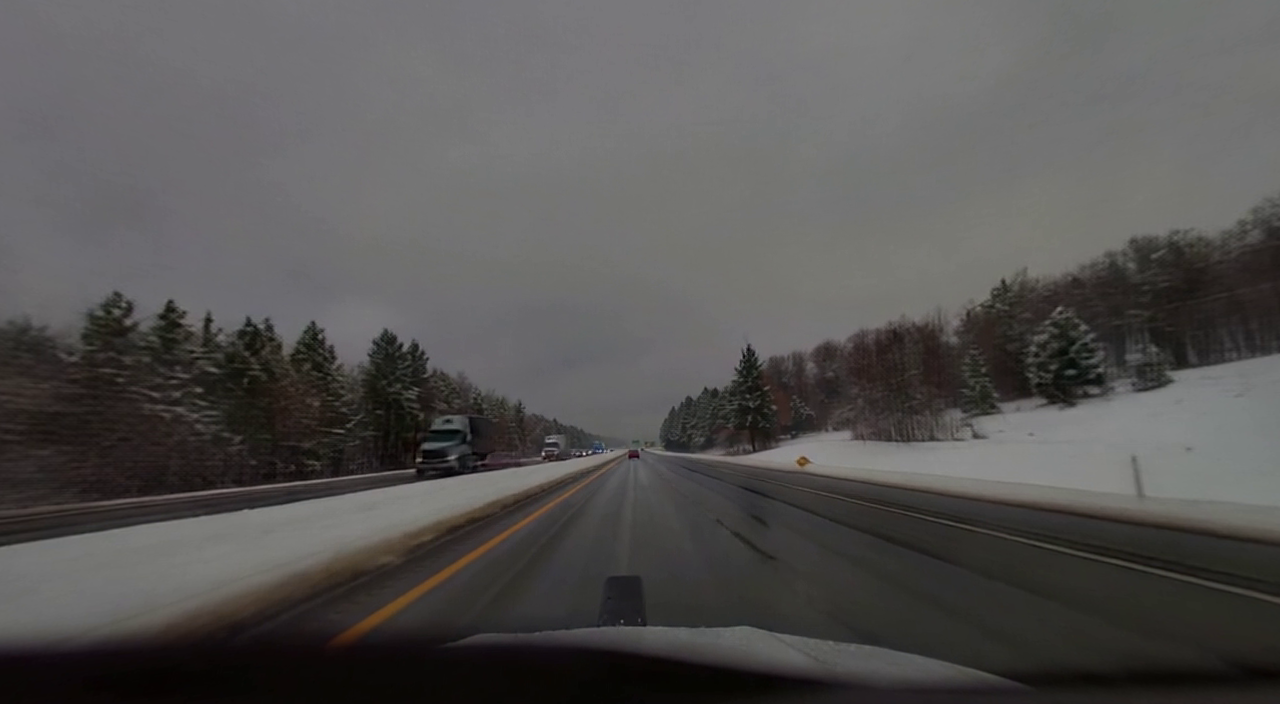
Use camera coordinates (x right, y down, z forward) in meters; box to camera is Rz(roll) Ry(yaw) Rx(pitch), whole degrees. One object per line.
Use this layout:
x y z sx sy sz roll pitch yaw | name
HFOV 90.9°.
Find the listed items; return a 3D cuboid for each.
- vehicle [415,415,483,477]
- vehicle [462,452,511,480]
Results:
-13.396 6.674 44.731 3.016 4.009 5.868 0 -9 -1 | vehicle
-8.820 6.580 36.571 1.864 1.460 4.134 0 -9 0 | vehicle
